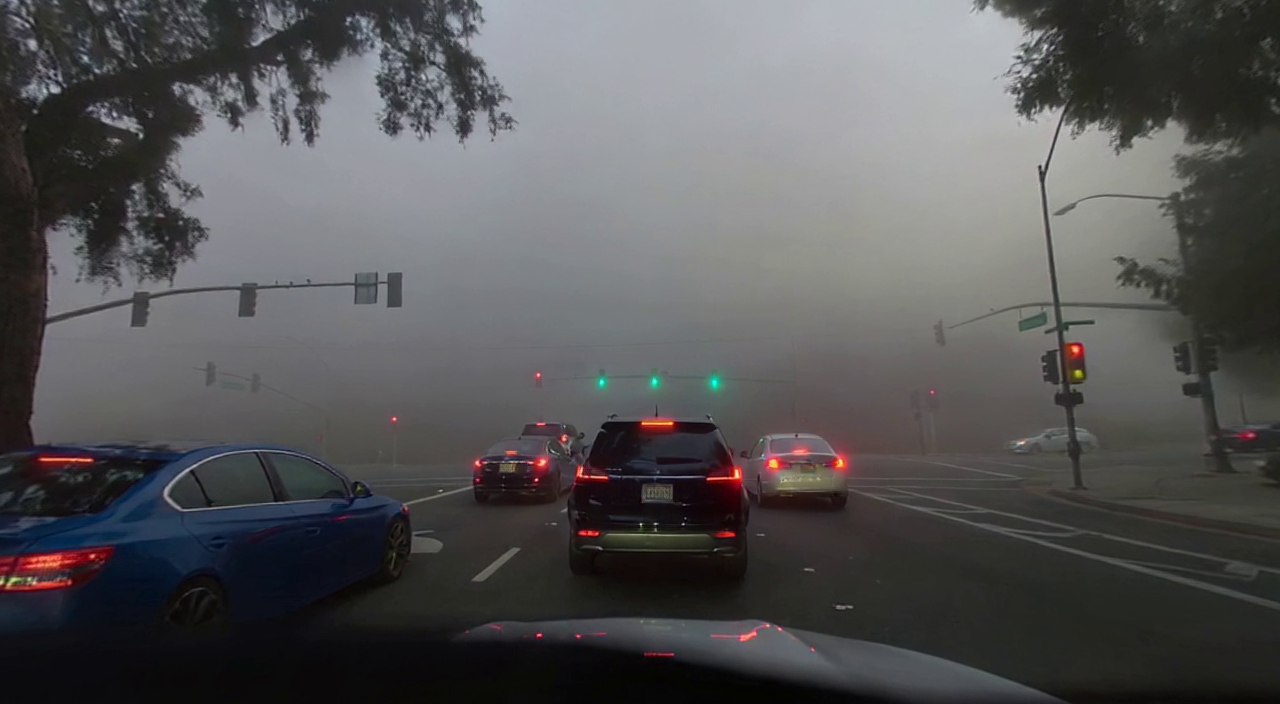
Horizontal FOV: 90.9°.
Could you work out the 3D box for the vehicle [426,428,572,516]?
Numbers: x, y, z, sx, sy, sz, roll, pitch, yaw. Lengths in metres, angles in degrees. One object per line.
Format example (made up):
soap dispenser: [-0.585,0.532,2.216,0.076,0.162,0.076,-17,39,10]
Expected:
vehicle: [-2.688,2.386,13.059,1.851,1.502,4.042,0,-8,4]

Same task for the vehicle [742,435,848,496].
vehicle: [4.097,3.060,17.345,1.979,1.453,4.011,0,-8,1]

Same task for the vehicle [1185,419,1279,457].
vehicle: [26.991,3.786,27.577,4.026,1.573,2.271,-1,-8,6]

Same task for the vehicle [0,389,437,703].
vehicle: [-3.226,1.197,4.405,1.958,1.494,4.624,0,-8,2]

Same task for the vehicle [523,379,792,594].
vehicle: [0.203,1.467,7.667,2.300,1.832,4.331,0,-8,1]
